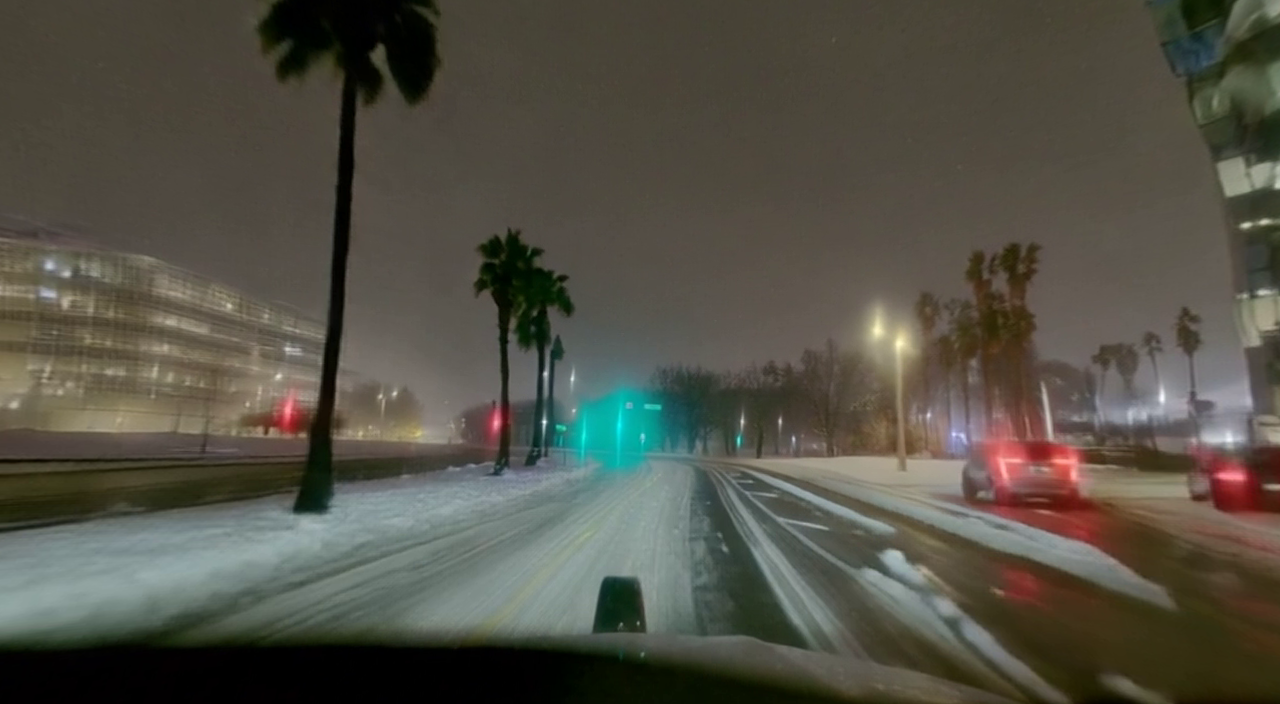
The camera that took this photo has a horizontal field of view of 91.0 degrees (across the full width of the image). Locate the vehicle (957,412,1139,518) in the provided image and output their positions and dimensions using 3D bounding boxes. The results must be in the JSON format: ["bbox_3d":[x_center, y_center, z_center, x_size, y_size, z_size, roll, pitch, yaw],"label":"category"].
[{"bbox_3d":[9.335,2.522,14.688,1.813,2.150,3.038,4,-7,-17],"label":"vehicle"}]

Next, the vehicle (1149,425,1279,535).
[{"bbox_3d":[13.770,2.920,14.626,2.219,2.342,1.744,0,-9,6],"label":"vehicle"}]
